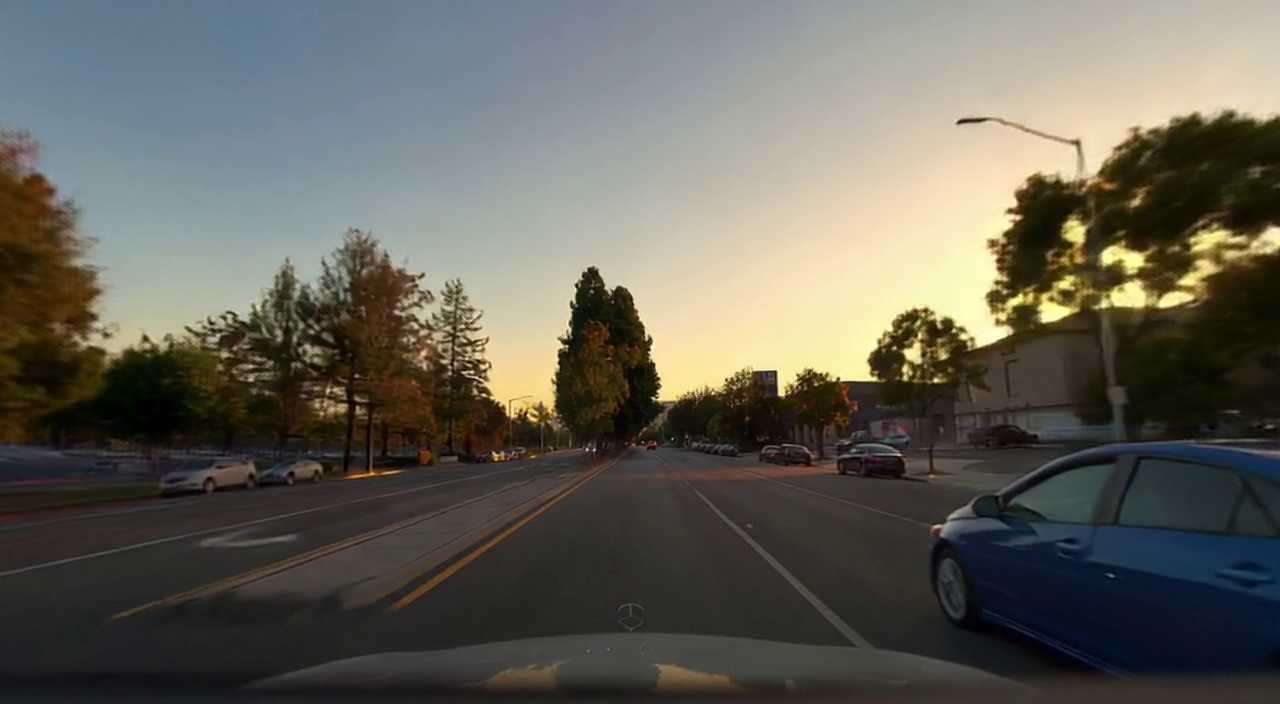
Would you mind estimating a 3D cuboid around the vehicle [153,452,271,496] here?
[{"bbox_3d":[-18.633,5.298,27.792,1.993,1.686,4.698,0,-8,-2],"label":"vehicle"}]

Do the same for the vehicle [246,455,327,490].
[{"bbox_3d":[-18.507,6.273,33.211,1.828,1.457,4.292,-3,-7,0],"label":"vehicle"}]

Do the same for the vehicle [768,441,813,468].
[{"bbox_3d":[9.783,6.671,41.206,1.889,1.629,4.072,0,-8,0],"label":"vehicle"}]

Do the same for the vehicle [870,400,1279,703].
[{"bbox_3d":[3.109,1.067,3.253,2.141,1.443,4.499,0,-8,0],"label":"vehicle"}]
